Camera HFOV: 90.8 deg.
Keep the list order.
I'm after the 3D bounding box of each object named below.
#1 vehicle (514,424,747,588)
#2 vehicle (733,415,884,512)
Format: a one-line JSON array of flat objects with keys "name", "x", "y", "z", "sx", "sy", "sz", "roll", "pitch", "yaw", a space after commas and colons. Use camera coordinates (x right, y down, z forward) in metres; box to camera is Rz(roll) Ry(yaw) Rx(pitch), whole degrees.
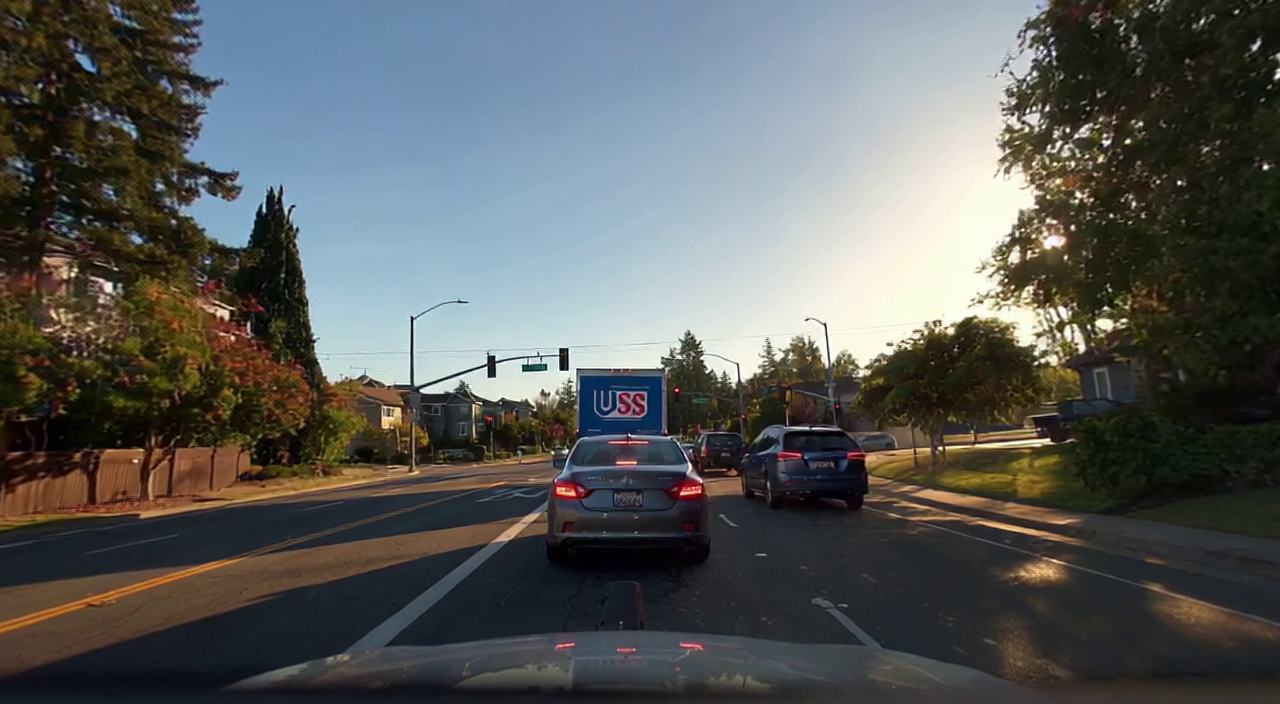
[{"name": "vehicle", "x": -0.144, "y": 1.732, "z": 7.983, "sx": 2.135, "sy": 1.483, "sz": 4.207, "roll": 0, "pitch": -8, "yaw": -2}, {"name": "vehicle", "x": 3.604, "y": 2.490, "z": 14.541, "sx": 2.145, "sy": 1.847, "sz": 4.524, "roll": 0, "pitch": -8, "yaw": -1}]
